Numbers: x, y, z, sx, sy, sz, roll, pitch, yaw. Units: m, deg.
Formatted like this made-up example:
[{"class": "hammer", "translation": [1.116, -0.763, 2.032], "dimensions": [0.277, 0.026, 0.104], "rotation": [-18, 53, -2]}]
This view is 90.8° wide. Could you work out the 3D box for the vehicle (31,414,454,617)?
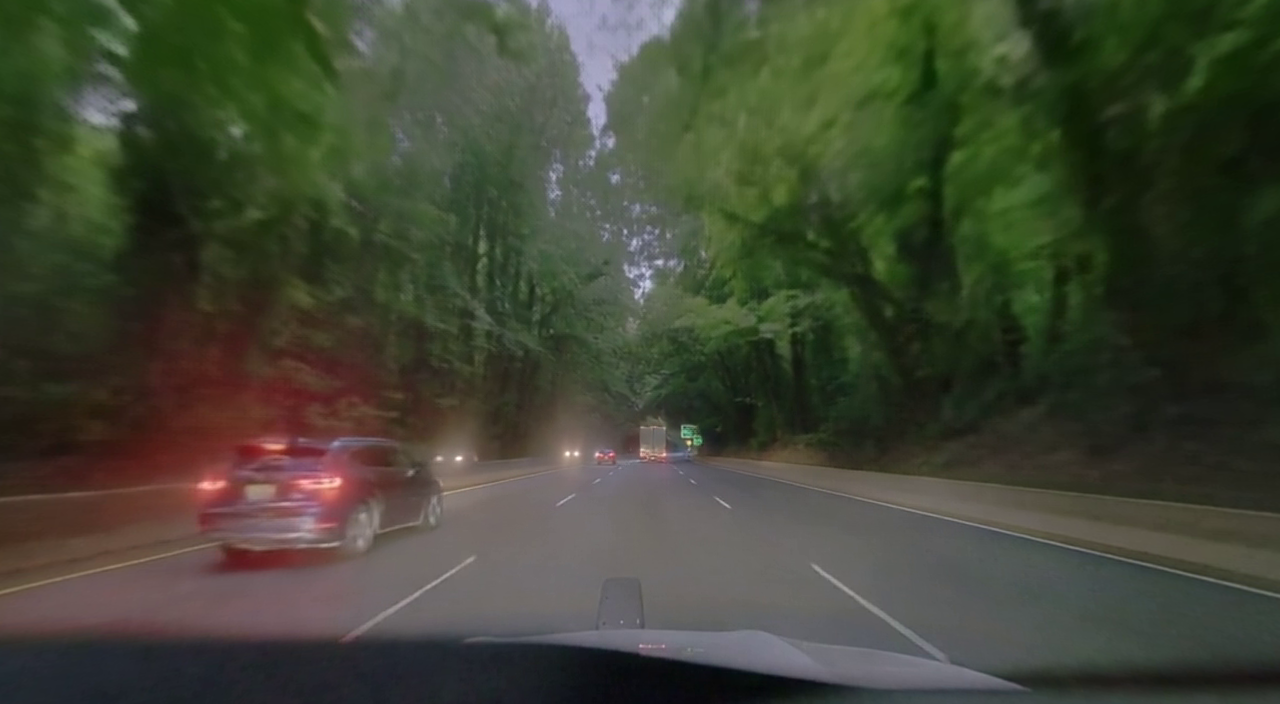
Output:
[{"class": "vehicle", "translation": [-3.846, 1.656, 7.270], "dimensions": [2.057, 1.618, 4.212], "rotation": [0, -9, 1]}]
